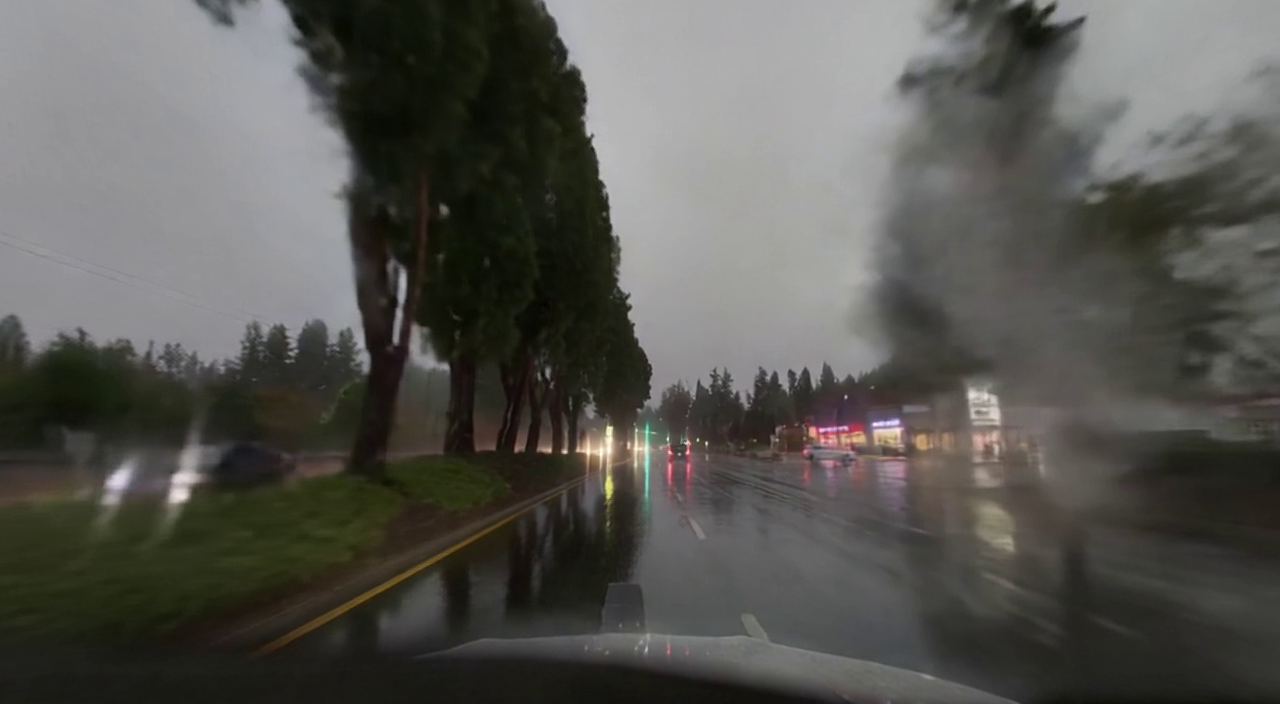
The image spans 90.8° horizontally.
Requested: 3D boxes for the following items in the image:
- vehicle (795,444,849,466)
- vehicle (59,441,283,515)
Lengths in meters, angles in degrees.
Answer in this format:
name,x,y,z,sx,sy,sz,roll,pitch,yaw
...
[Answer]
name,x,y,z,sx,sy,sz,roll,pitch,yaw
vehicle,14.213,7.971,49.176,4.319,1.624,1.988,7,-11,-41
vehicle,-10.590,2.835,14.812,1.930,1.449,4.361,0,-8,-1
